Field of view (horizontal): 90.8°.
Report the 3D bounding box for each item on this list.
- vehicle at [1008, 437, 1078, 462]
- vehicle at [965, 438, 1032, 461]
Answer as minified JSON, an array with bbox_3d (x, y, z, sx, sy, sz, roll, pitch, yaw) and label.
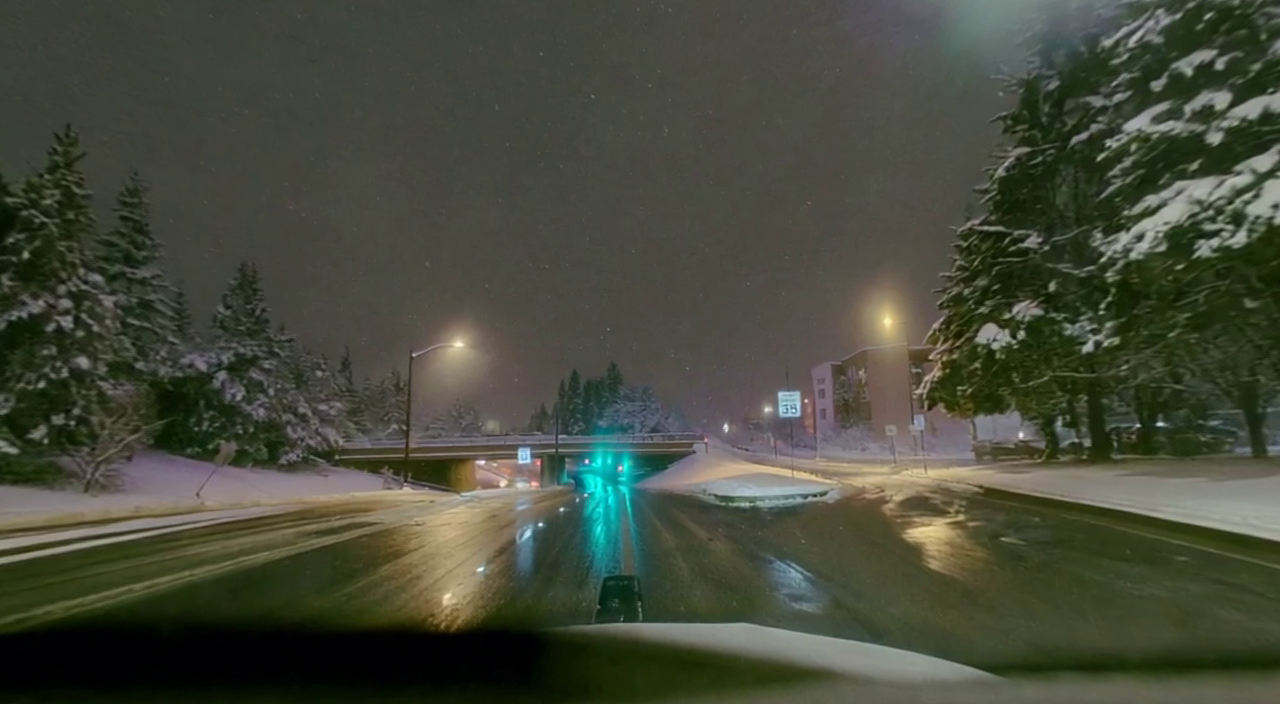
[{"bbox_3d":[27.263,6.580,42.883,1.901,1.525,3.948,0,-7,-4],"label":"vehicle"},{"bbox_3d":[24.545,6.686,43.407,1.931,1.465,4.207,1,-9,-4],"label":"vehicle"}]
